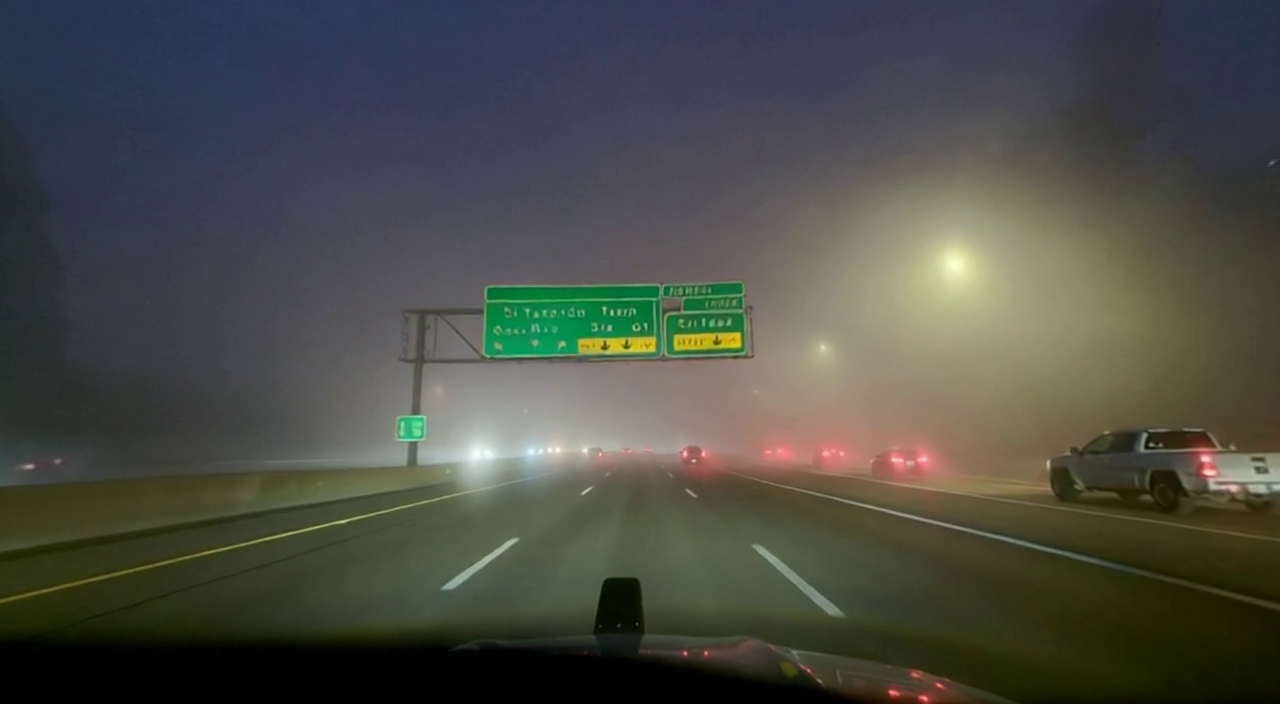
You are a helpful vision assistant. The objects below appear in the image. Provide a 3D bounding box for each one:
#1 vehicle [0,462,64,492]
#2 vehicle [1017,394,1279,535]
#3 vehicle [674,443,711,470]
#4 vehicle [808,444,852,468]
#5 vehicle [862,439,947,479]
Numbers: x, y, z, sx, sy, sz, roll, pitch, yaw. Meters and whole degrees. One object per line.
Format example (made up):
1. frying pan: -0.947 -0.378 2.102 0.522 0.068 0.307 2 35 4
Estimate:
1. vehicle: -41.740 8.353 42.391 2.278 1.859 3.848 1 -9 -5
2. vehicle: 10.810 2.240 12.881 2.442 2.140 6.462 0 -9 3
3. vehicle: 3.605 7.318 44.211 2.147 1.794 4.538 0 -9 0
4. vehicle: 14.184 7.777 47.213 2.020 1.707 4.424 0 -9 1
5. vehicle: 12.686 5.168 30.622 2.116 1.754 4.727 0 -9 1
